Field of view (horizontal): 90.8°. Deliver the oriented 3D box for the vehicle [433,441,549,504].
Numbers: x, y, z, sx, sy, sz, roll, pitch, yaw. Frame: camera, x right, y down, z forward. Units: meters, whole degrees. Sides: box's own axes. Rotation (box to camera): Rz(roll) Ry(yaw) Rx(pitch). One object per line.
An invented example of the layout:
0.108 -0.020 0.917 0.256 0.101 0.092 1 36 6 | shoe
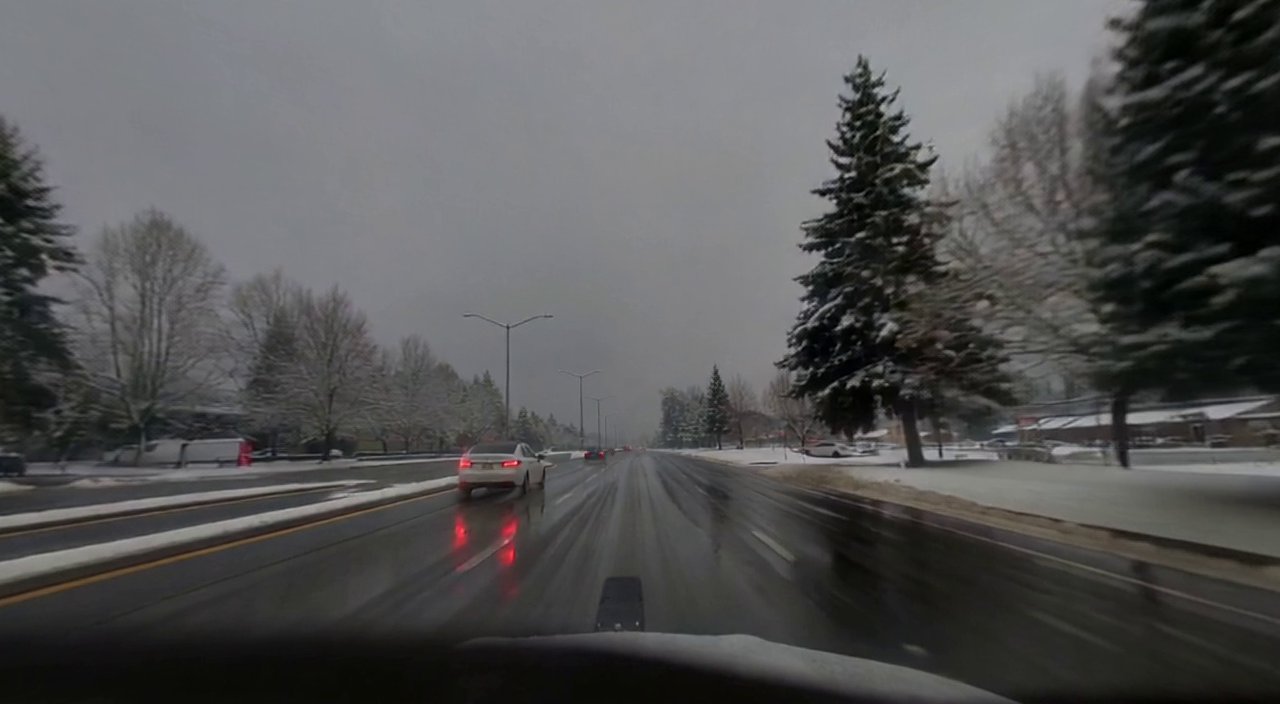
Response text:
-3.786 3.132 16.976 2.003 1.454 4.484 0 -8 0 | vehicle
